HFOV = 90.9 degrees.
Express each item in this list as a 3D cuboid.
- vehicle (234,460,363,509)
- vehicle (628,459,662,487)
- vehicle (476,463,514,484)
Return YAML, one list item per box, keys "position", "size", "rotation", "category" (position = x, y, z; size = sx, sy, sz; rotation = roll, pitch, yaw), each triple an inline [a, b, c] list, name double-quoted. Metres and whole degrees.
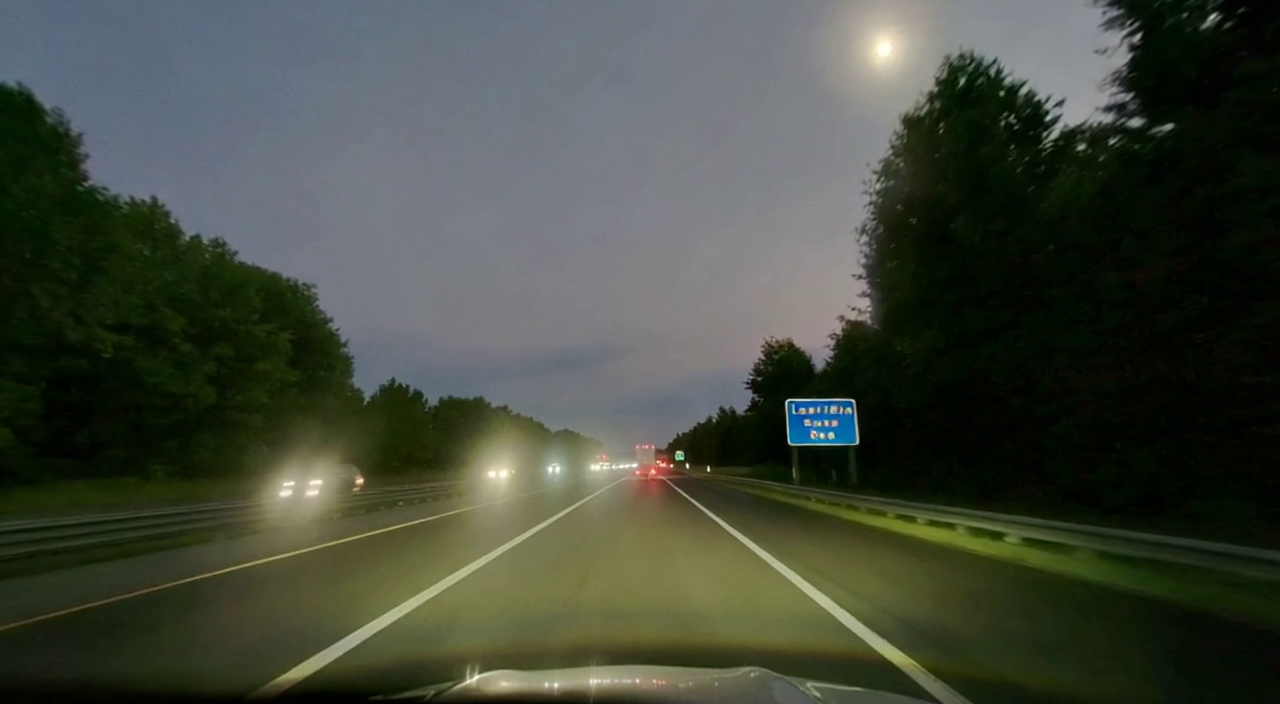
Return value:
- position: [-11.703, 4.572, 21.988]
  size: [1.949, 1.474, 4.439]
  rotation: [1, -10, 1]
  category: "vehicle"
- position: [0.322, 7.778, 40.478]
  size: [2.048, 1.663, 4.377]
  rotation: [1, -10, 0]
  category: "vehicle"
- position: [-11.319, 9.497, 49.306]
  size: [1.894, 1.469, 3.976]
  rotation: [0, -10, 1]
  category: "vehicle"
